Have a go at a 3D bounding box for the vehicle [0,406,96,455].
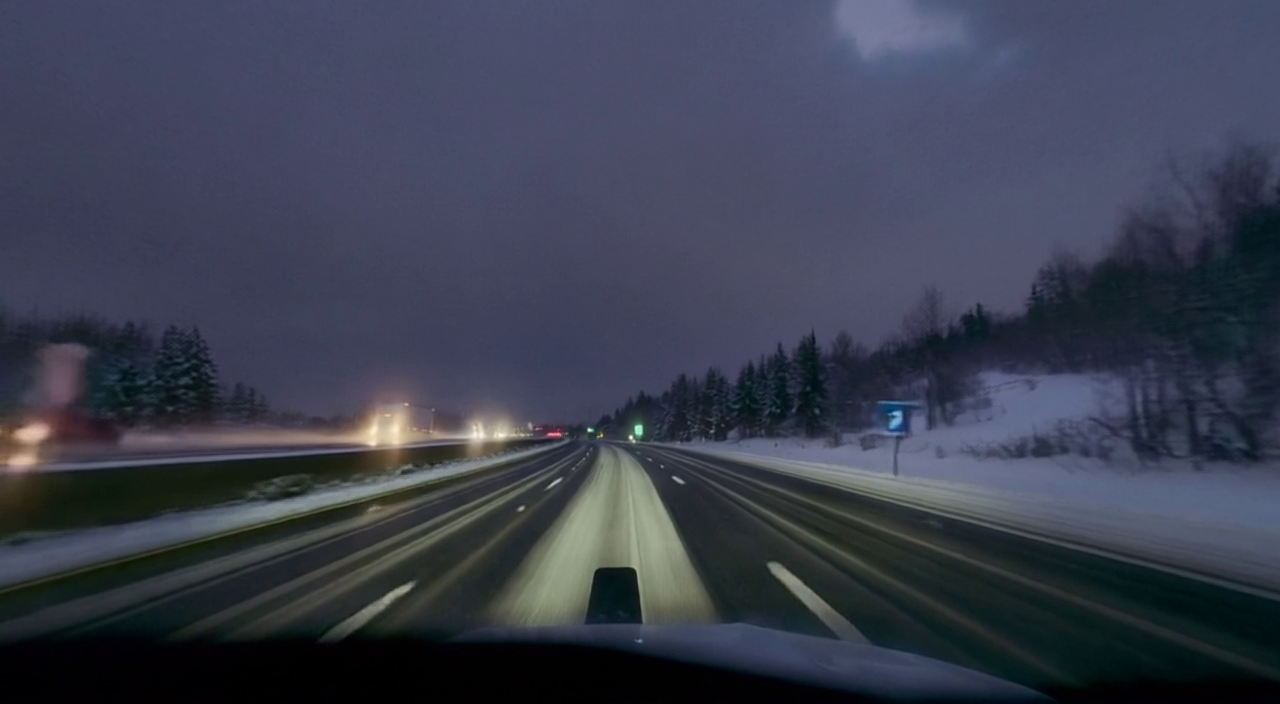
[{"bbox_3d":[-20.691,2.570,20.570,1.916,1.493,4.550,0,-8,-3],"label":"vehicle"}]
